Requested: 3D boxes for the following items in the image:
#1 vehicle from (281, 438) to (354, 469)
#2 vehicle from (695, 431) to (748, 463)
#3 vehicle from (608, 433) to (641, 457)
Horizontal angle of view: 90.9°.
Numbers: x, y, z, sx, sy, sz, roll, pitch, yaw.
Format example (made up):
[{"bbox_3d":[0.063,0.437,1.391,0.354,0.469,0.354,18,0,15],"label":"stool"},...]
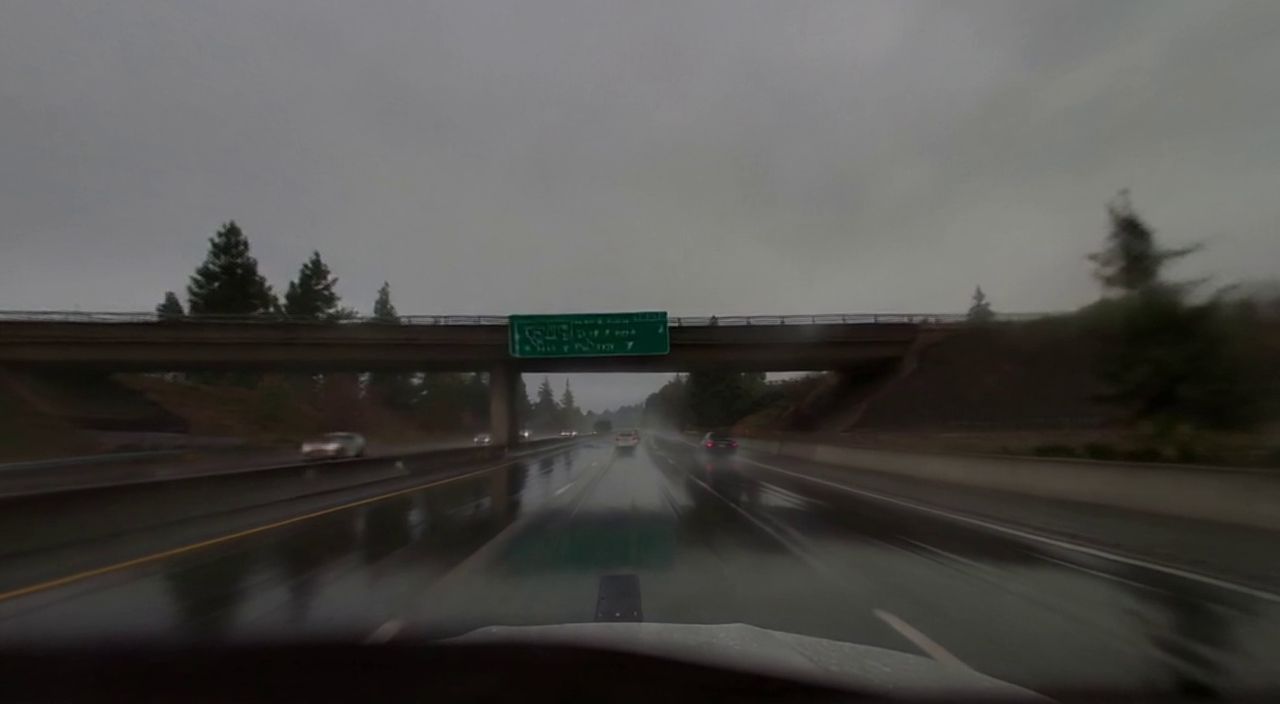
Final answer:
[{"bbox_3d":[-16.904,5.319,33.292,1.776,1.484,3.974,0,-8,-1],"label":"vehicle"},{"bbox_3d":[4.176,4.937,32.982,2.056,1.508,4.093,0,-8,-2],"label":"vehicle"},{"bbox_3d":[-0.943,5.781,39.320,1.987,1.440,3.565,0,-8,-1],"label":"vehicle"}]
